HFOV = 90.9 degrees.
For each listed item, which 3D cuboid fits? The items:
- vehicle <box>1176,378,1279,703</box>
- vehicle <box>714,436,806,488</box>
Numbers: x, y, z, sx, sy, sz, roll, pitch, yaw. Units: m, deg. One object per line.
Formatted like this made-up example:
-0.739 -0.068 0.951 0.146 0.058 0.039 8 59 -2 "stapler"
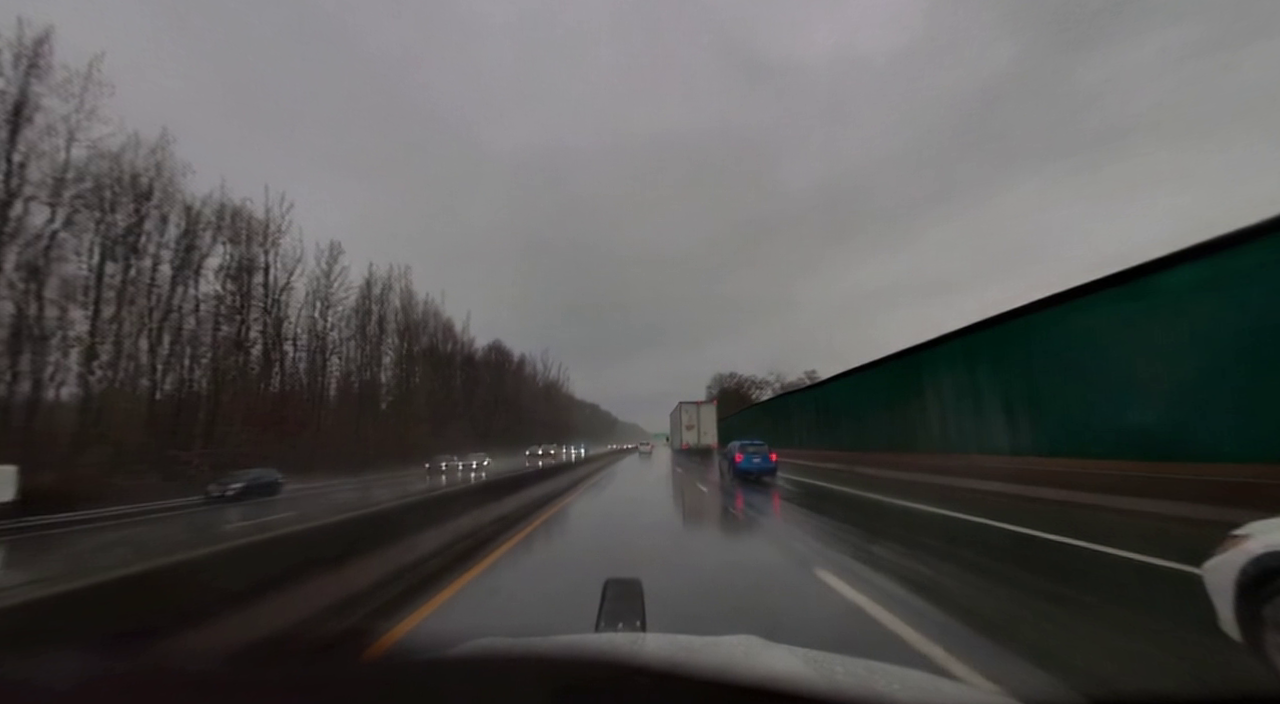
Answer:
3.996 0.687 1.430 1.940 1.539 4.005 0 -8 -1 "vehicle"
3.689 3.471 20.261 2.000 1.473 4.440 0 -8 -1 "vehicle"
